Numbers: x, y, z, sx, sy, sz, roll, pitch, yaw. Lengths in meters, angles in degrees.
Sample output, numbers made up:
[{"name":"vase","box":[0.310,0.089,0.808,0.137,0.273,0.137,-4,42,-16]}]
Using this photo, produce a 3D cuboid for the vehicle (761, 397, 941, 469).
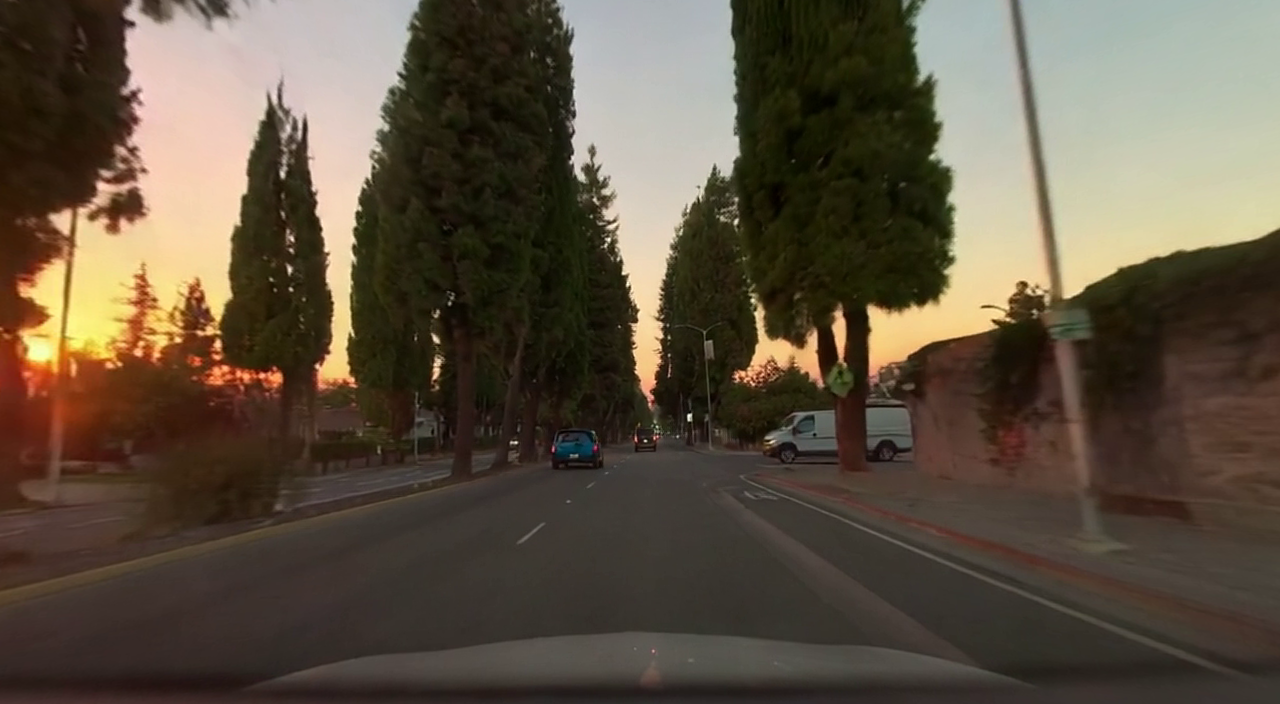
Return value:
[{"name":"vehicle","box":[9.274,3.649,28.531,7.177,2.935,3.132,0,-7,6]}]

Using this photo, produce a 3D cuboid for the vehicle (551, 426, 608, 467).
[{"name":"vehicle","box":[-2.928,4.722,31.396,2.281,1.837,4.845,0,-8,1]}]
